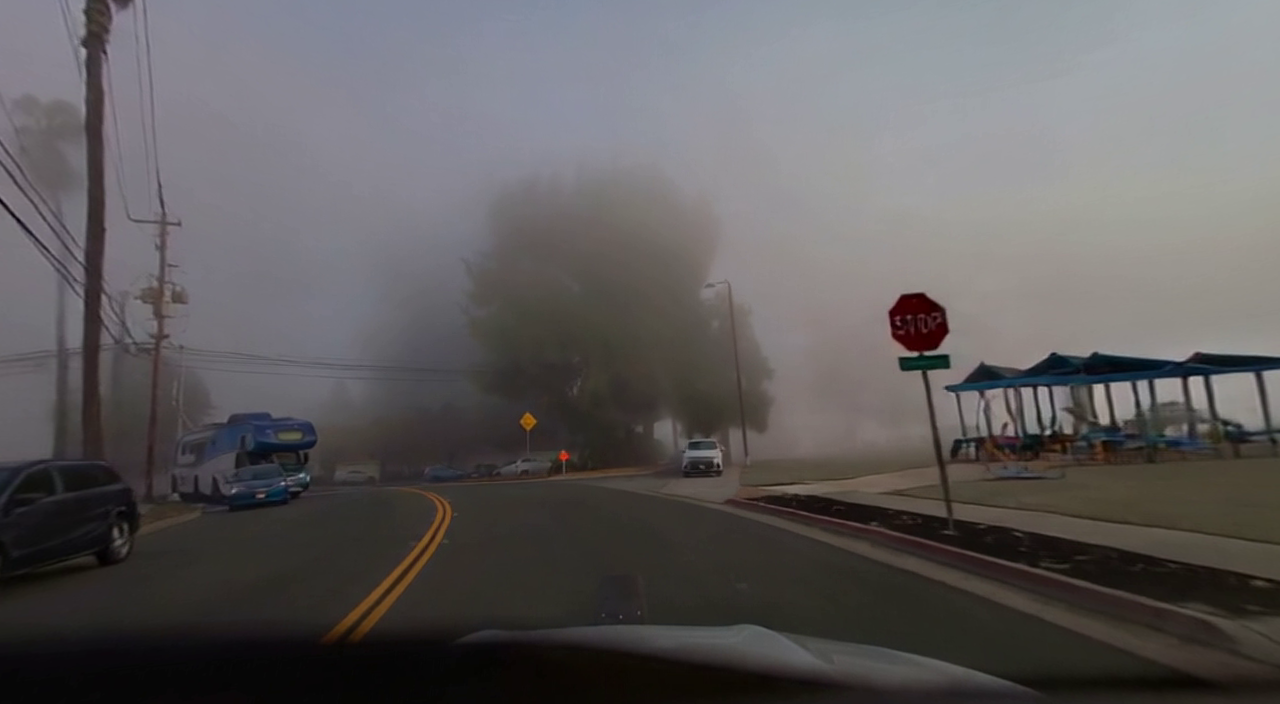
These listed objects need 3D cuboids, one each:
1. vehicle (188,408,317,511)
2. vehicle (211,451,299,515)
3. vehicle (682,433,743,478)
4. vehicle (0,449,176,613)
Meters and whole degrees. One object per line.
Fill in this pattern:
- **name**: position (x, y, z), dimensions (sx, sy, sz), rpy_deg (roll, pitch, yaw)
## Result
- **vehicle**: position (-17.766, 4.611, 28.424), dimensions (3.216, 3.720, 11.364), rpy_deg (4, -9, -39)
- **vehicle**: position (-12.306, 4.097, 20.418), dimensions (2.103, 1.599, 4.865), rpy_deg (3, -8, -29)
- **vehicle**: position (3.420, 5.009, 31.179), dimensions (2.508, 1.887, 5.930), rpy_deg (-1, -7, 2)
- **vehicle**: position (-7.921, 2.053, 7.744), dimensions (2.085, 1.545, 4.340), rpy_deg (1, -7, -15)
